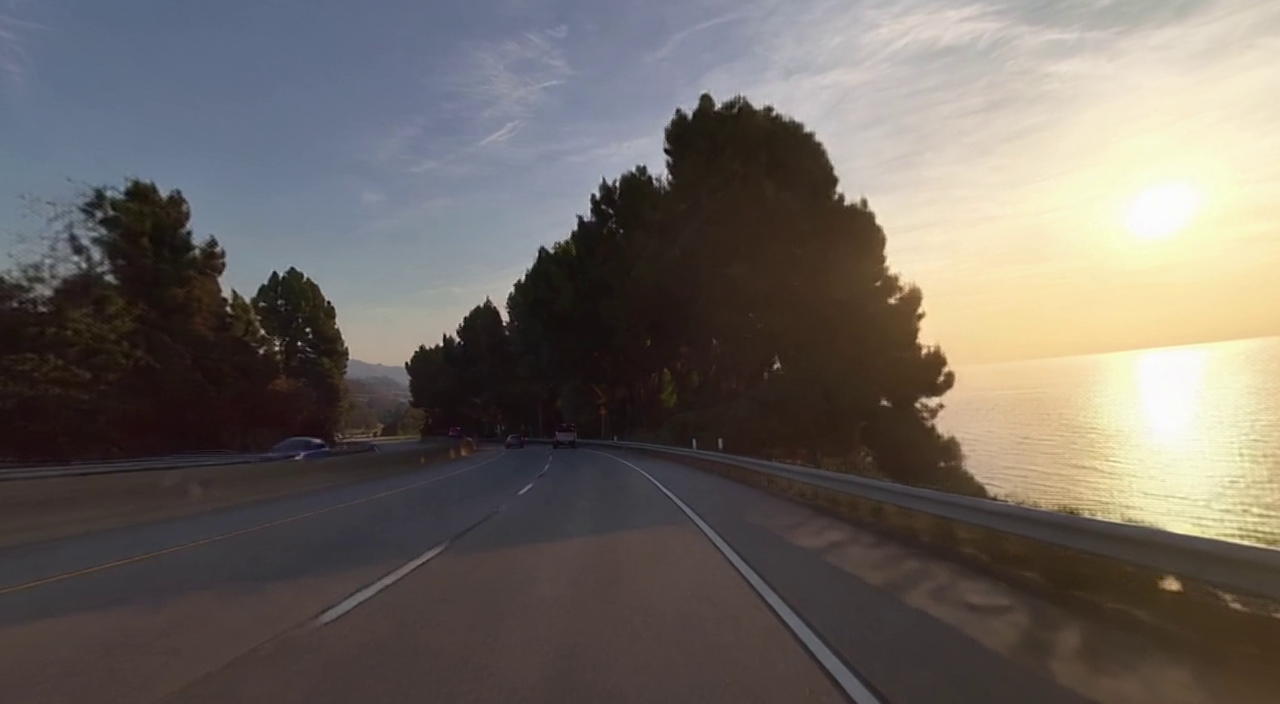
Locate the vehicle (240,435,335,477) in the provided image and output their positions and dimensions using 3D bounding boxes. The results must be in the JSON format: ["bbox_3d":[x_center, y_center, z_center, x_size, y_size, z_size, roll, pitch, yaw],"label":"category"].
[{"bbox_3d":[-16.109,4.762,29.145,2.224,1.712,4.380,0,-8,-7],"label":"vehicle"}]
